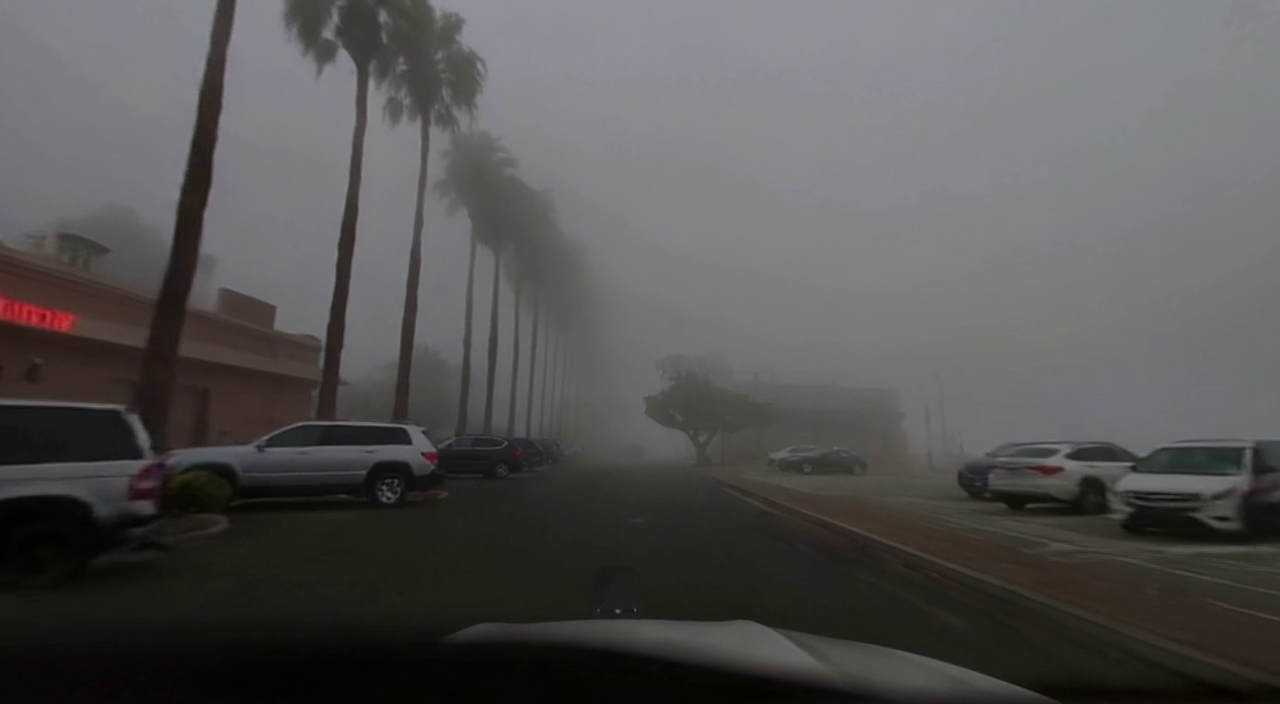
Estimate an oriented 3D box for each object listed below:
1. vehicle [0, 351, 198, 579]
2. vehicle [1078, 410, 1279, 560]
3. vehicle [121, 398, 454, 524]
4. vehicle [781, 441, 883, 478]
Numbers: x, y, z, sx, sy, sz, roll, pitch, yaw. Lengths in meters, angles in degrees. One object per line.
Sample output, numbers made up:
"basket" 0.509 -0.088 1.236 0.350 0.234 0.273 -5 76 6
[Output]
"vehicle" -6.521 0.973 5.387 4.302 1.804 2.060 5 -12 -32
"vehicle" 9.540 1.950 9.865 4.916 1.814 2.232 4 -10 -27
"vehicle" -6.063 1.914 11.363 4.763 1.801 2.013 6 -11 -34
"vehicle" 9.686 5.448 31.898 4.758 1.759 2.068 5 -12 -27
